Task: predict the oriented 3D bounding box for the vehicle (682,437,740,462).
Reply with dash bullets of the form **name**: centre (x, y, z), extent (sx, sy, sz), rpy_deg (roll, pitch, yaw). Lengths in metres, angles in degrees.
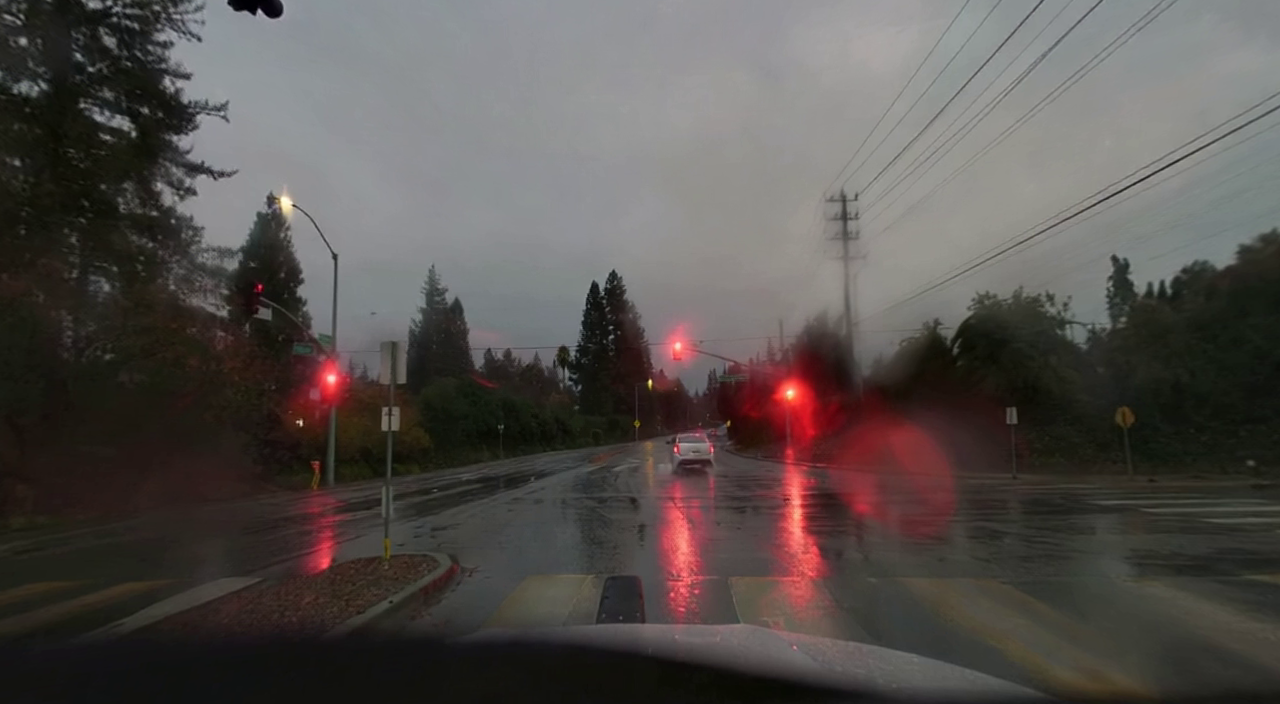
- **vehicle**: centre (4.456, 6.259, 40.577), extent (2.067, 1.490, 4.884), rpy_deg (2, -9, -14)
